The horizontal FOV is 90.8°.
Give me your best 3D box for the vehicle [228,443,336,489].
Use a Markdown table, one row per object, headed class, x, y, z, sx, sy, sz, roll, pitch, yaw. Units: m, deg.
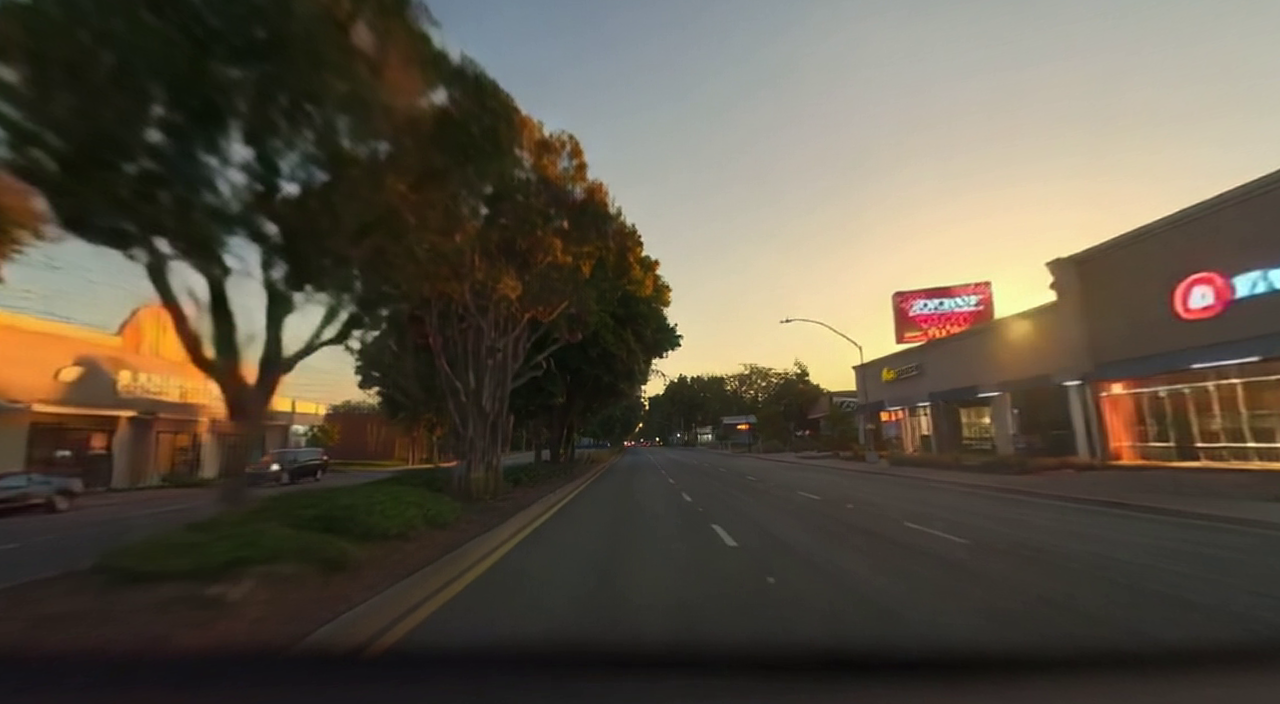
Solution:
| class | x | y | z | sx | sy | sz | roll | pitch | yaw |
| --- | --- | --- | --- | --- | --- | --- | --- | --- | --- |
| vehicle | -19.449 | 6.159 | 34.771 | 2.648 | 2.106 | 6.148 | -2 | -8 | -3 |
